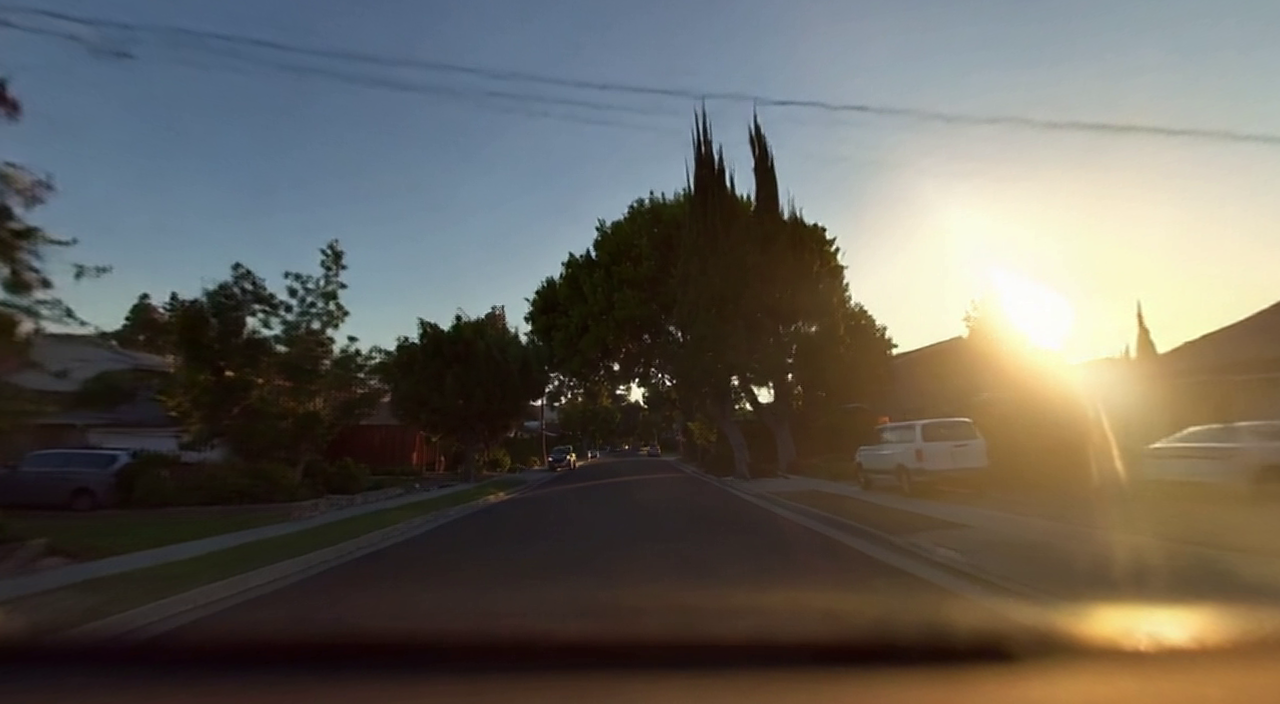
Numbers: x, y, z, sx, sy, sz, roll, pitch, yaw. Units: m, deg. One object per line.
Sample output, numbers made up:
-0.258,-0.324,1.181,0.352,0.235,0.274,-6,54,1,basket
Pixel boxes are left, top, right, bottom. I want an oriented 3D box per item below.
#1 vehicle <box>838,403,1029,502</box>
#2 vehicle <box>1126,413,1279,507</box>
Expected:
6.966,2.487,15.794,2.233,1.923,4.848,-4,-9,-1,vehicle
11.594,1.888,11.224,4.300,1.490,1.916,0,-9,-1,vehicle
